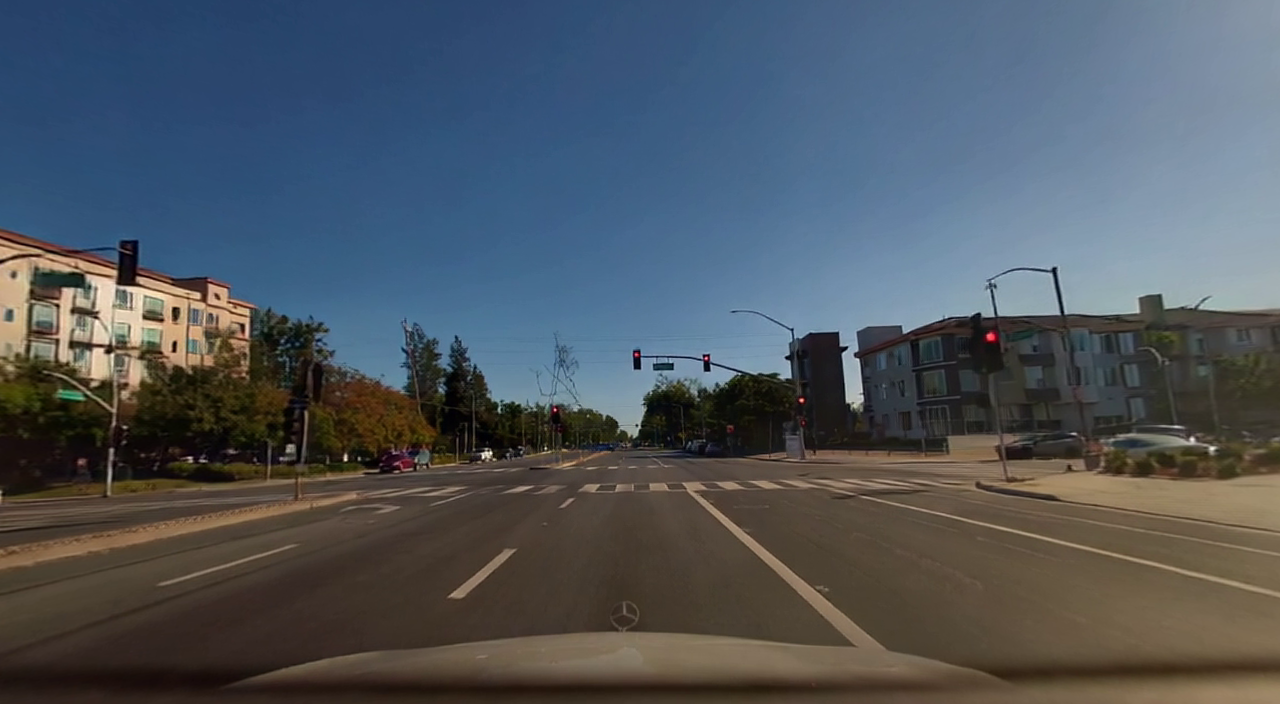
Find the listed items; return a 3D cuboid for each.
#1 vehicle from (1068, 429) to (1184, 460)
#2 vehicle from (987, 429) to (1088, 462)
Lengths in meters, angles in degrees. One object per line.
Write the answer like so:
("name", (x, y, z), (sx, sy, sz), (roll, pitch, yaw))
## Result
("vehicle", (27.298, 5.226, 35.567), (4.910, 1.644, 2.032), (0, -9, -4))
("vehicle", (22.038, 5.216, 35.092), (4.323, 1.746, 1.872), (0, -9, -3))
